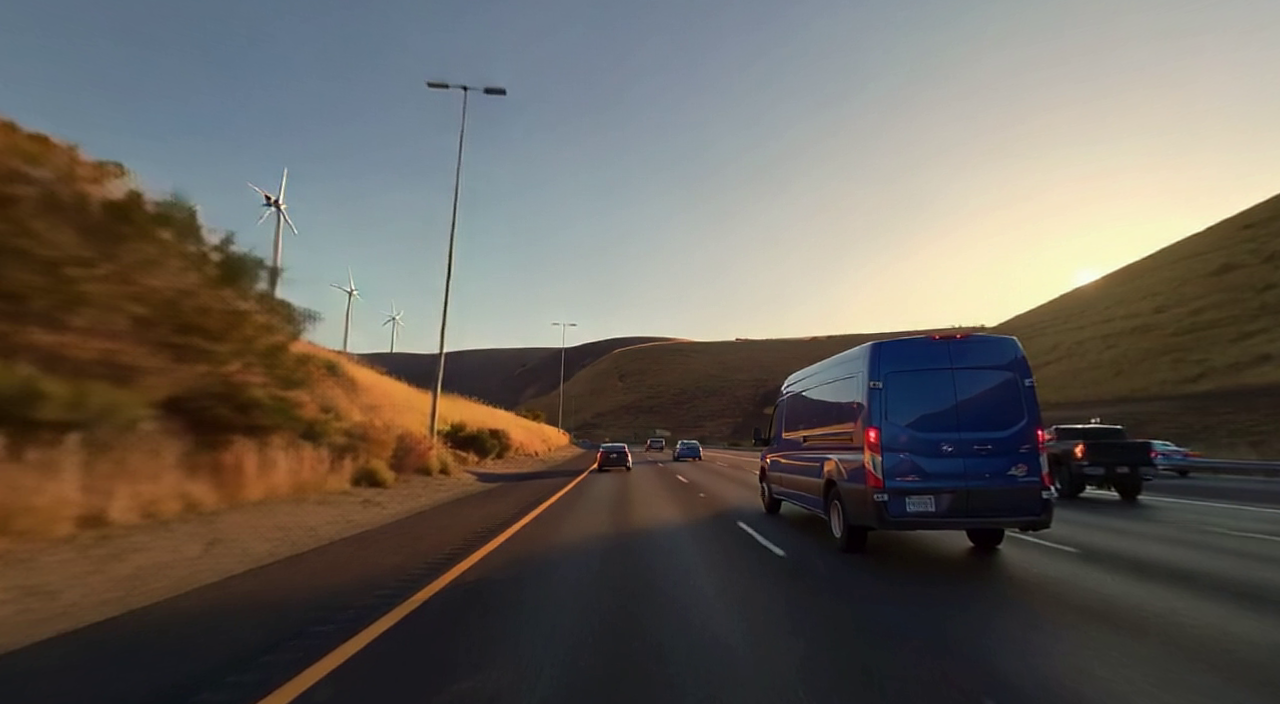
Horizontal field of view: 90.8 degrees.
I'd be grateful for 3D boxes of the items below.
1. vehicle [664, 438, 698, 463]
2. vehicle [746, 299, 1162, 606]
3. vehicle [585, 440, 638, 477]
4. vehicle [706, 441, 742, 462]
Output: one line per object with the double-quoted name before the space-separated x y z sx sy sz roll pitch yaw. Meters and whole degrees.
"vehicle" 2.932 7.233 46.391 2.108 1.717 3.996 0 -8 -2
"vehicle" 3.167 1.257 8.360 2.365 2.630 5.754 0 -8 -1
"vehicle" -1.150 4.507 26.882 2.082 1.445 3.826 0 -8 -1
"vehicle" 6.387 7.667 48.811 1.958 1.514 4.930 0 -8 -2
